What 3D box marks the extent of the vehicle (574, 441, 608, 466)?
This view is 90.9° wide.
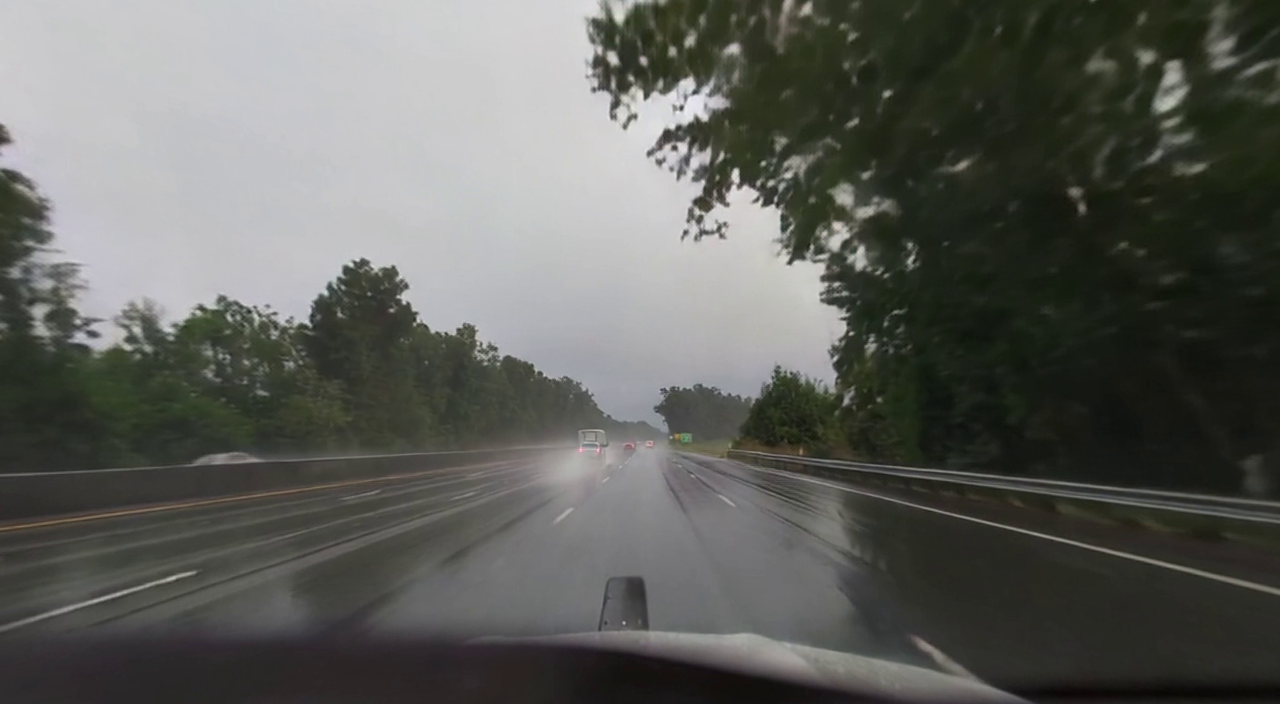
[{"bbox_3d":[-3.330,6.939,43.399,1.993,1.589,3.898,0,-8,1],"label":"vehicle"}]

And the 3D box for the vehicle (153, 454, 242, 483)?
[{"bbox_3d":[-25.302,6.652,36.304,1.764,1.473,4.547,0,-8,1],"label":"vehicle"}]
